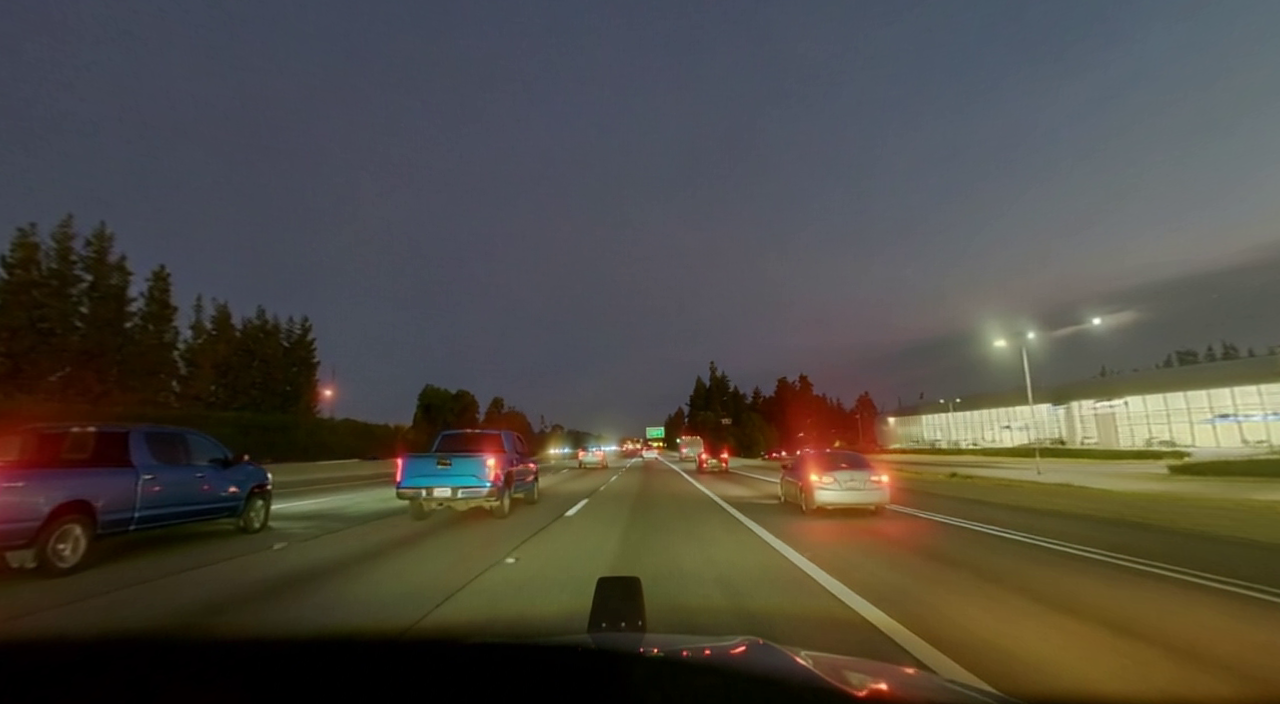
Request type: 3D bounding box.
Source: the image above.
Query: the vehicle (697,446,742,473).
[{"bbox_3d":[4.642,6.355,37.470,2.072,1.456,4.537,0,-8,0],"label":"vehicle"}]

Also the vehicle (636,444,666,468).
[{"bbox_3d":[0.794,7.583,46.159,2.080,1.682,4.150,0,-8,0],"label":"vehicle"}]

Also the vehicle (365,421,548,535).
[{"bbox_3d":[-3.253,2.338,12.348,2.146,1.775,4.553,0,-8,1],"label":"vehicle"}]

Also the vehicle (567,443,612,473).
[{"bbox_3d":[-3.005,6.415,38.571,2.209,1.714,4.576,0,-8,2],"label":"vehicle"}]

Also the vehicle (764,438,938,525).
[{"bbox_3d":[4.164,2.614,13.403,2.111,1.498,4.466,0,-8,0],"label":"vehicle"}]

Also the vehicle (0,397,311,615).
[{"bbox_3d":[-6.560,1.620,7.523,2.428,1.812,5.131,0,-8,1],"label":"vehicle"}]
